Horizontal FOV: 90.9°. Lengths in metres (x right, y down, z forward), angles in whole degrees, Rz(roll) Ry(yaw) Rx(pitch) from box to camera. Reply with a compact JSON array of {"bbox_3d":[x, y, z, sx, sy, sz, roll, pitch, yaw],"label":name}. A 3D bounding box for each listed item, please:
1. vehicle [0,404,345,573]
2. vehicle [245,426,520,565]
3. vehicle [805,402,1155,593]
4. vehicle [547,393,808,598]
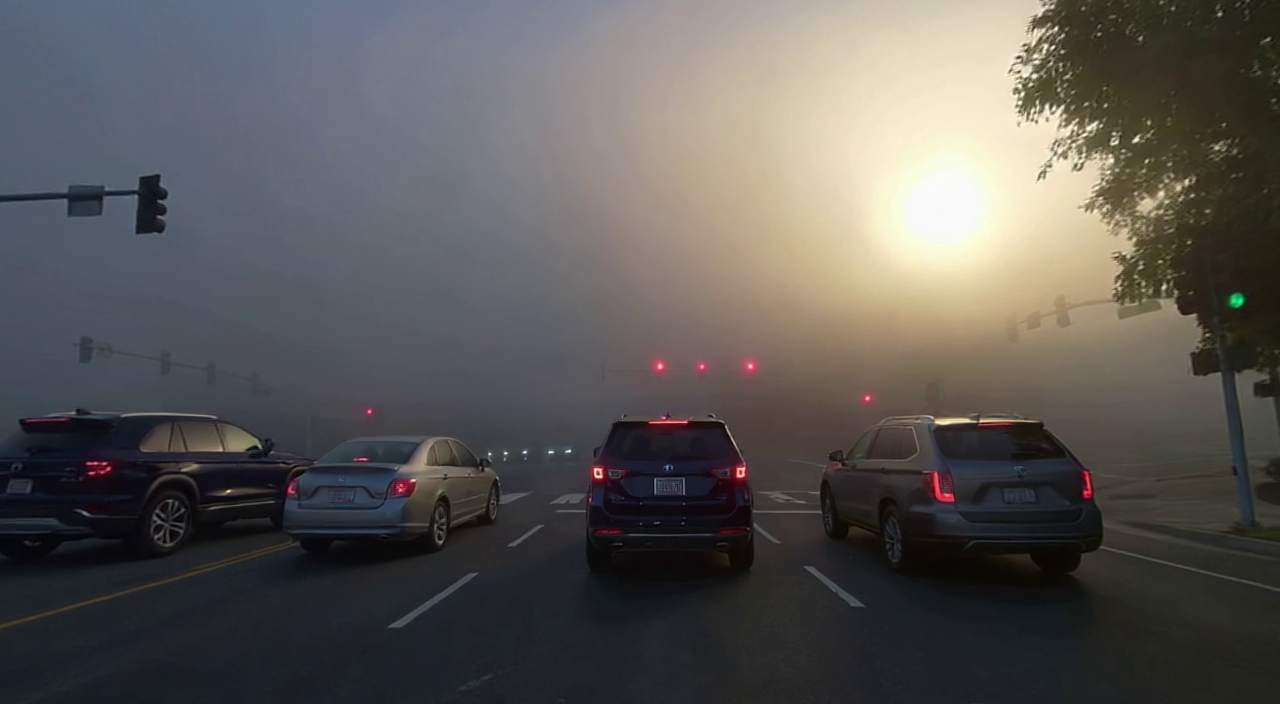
[{"bbox_3d":[-6.628,1.822,9.256,2.075,1.796,4.785,0,-8,2],"label":"vehicle"},{"bbox_3d":[-3.237,1.883,9.094,1.885,1.475,4.359,-1,-8,4],"label":"vehicle"},{"bbox_3d":[3.526,1.587,7.745,2.047,1.638,4.395,-1,-8,4],"label":"vehicle"},{"bbox_3d":[0.393,1.518,7.492,2.198,1.708,4.170,0,-8,2],"label":"vehicle"}]
